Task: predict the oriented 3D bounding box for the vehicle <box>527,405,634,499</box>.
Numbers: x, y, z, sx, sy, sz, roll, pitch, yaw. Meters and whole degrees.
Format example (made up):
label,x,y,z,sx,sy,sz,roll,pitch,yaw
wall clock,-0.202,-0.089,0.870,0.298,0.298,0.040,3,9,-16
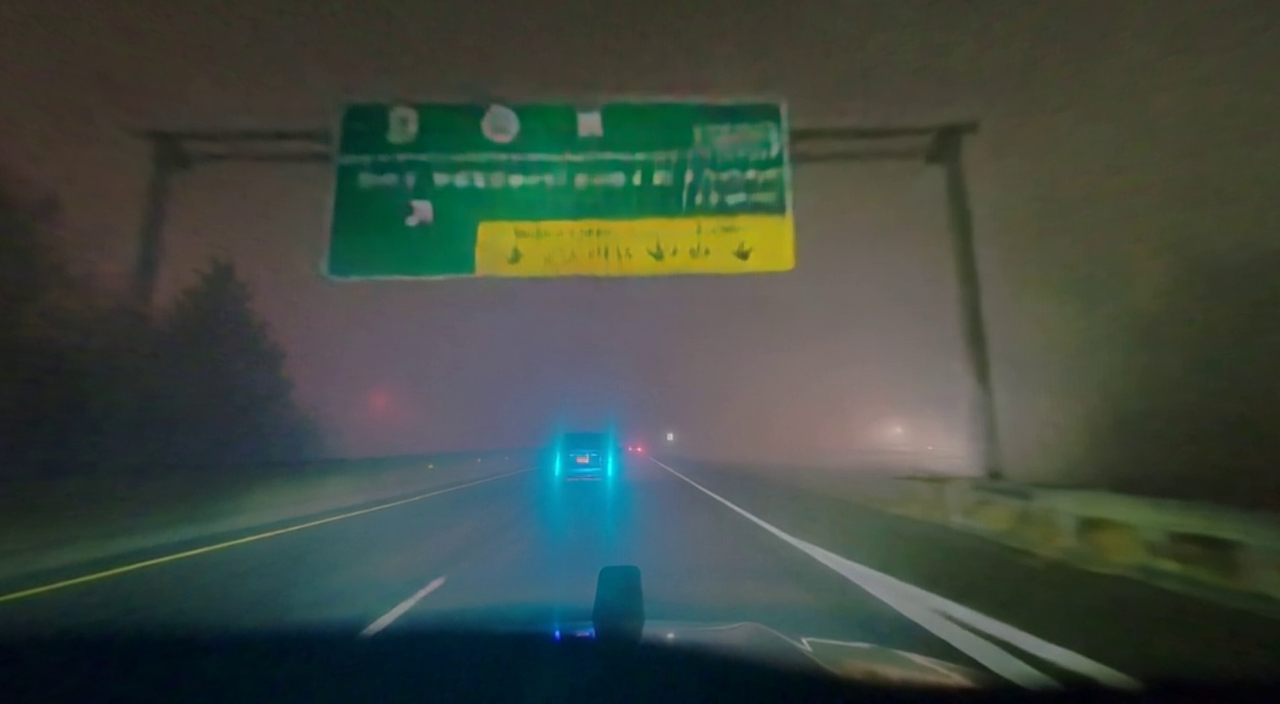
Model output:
label,x,y,z,sx,sy,sz,roll,pitch,yaw
vehicle,-1.394,2.666,17.053,2.248,2.154,4.892,0,-8,2
